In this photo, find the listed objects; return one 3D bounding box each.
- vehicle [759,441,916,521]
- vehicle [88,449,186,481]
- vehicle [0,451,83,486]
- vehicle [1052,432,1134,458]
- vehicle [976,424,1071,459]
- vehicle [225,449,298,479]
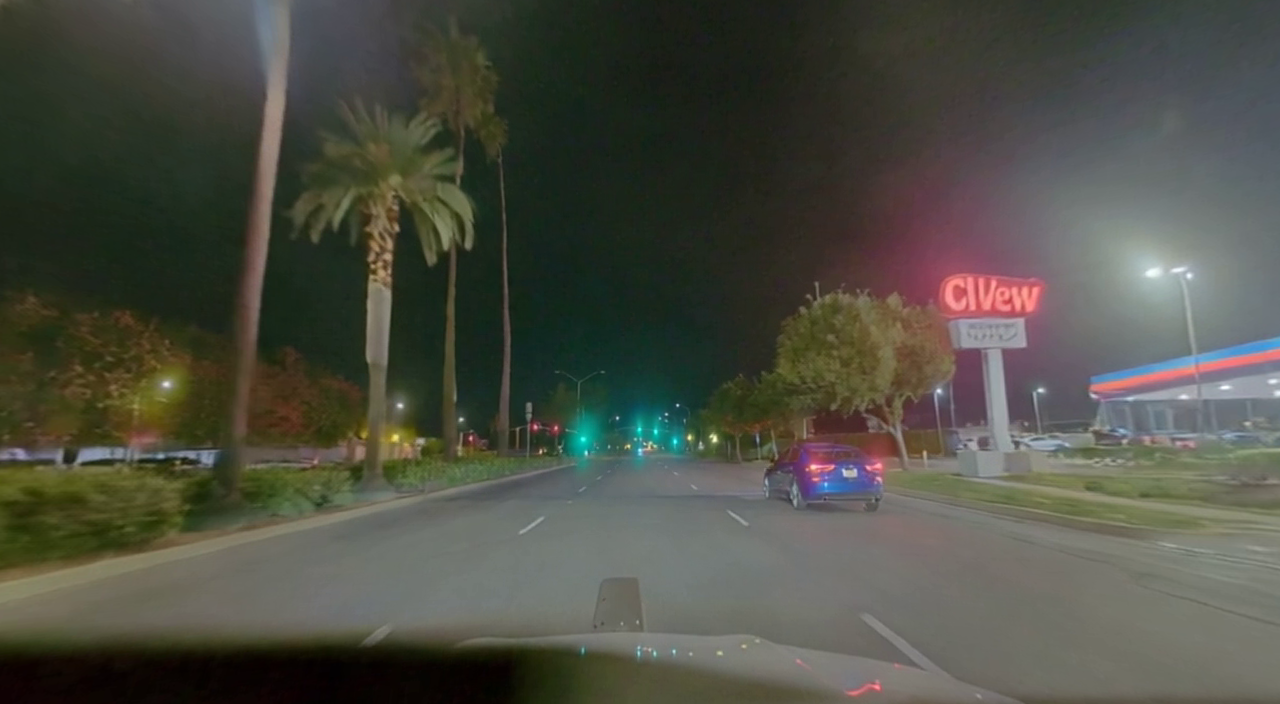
[{"bbox_3d":[3.995,2.663,13.626,1.978,1.442,4.262,0,-9,0],"label":"vehicle"},{"bbox_3d":[-33.235,7.436,41.997,2.216,1.965,5.147,0,-9,0],"label":"vehicle"},{"bbox_3d":[-33.324,6.222,33.913,2.347,1.610,4.867,-1,-8,1],"label":"vehicle"},{"bbox_3d":[34.700,7.127,48.478,4.676,1.741,1.948,-2,-10,0],"label":"vehicle"},{"bbox_3d":[29.368,6.912,48.530,5.519,2.389,2.350,-2,-10,1],"label":"vehicle"},{"bbox_3d":[-27.665,8.209,46.450,2.091,1.981,4.836,1,-9,3],"label":"vehicle"}]
